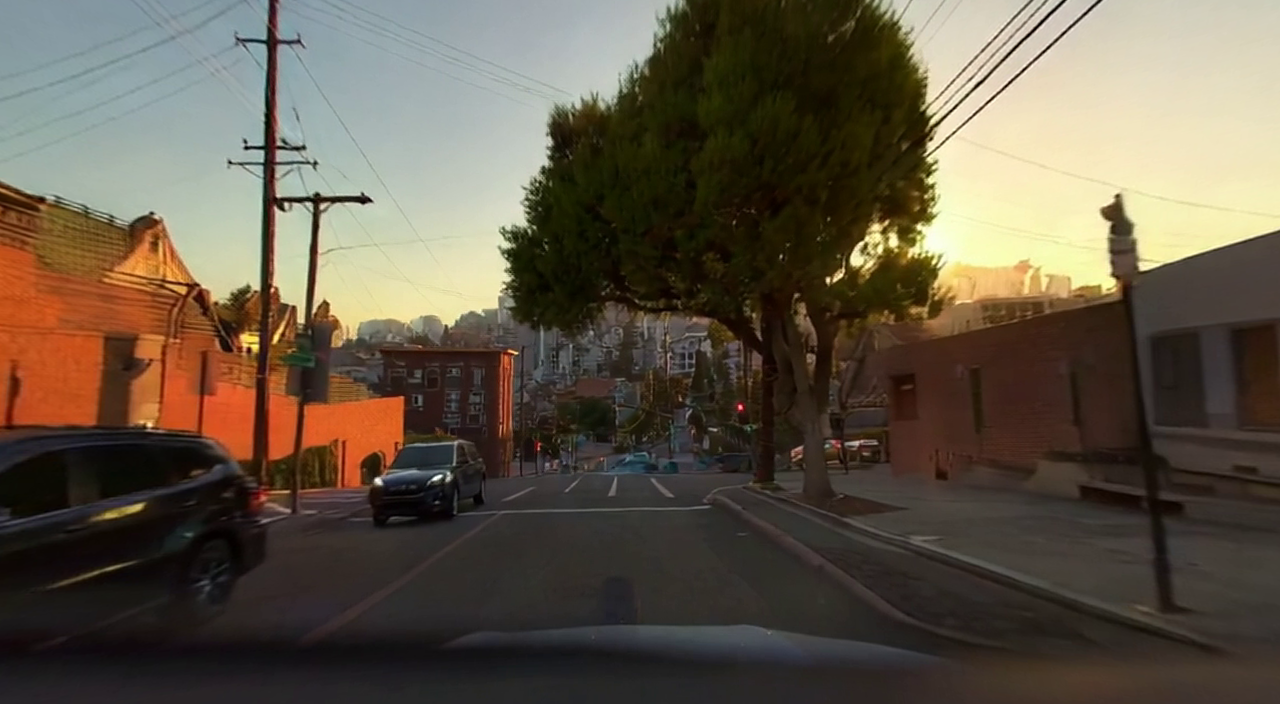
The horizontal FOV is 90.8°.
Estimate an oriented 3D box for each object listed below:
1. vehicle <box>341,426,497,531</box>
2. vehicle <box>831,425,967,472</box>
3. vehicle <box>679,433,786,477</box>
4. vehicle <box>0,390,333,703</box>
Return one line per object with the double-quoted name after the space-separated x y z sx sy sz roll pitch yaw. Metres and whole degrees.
-4.453 2.575 13.560 1.918 1.823 4.536 0 -8 -3 "vehicle"
11.426 4.317 28.262 5.167 1.895 2.140 -2 -8 8 "vehicle"
3.877 4.284 26.550 3.994 1.736 2.059 4 -9 -28 "vehicle"
-4.551 1.262 4.319 2.236 1.834 4.743 -1 -8 4 "vehicle"
